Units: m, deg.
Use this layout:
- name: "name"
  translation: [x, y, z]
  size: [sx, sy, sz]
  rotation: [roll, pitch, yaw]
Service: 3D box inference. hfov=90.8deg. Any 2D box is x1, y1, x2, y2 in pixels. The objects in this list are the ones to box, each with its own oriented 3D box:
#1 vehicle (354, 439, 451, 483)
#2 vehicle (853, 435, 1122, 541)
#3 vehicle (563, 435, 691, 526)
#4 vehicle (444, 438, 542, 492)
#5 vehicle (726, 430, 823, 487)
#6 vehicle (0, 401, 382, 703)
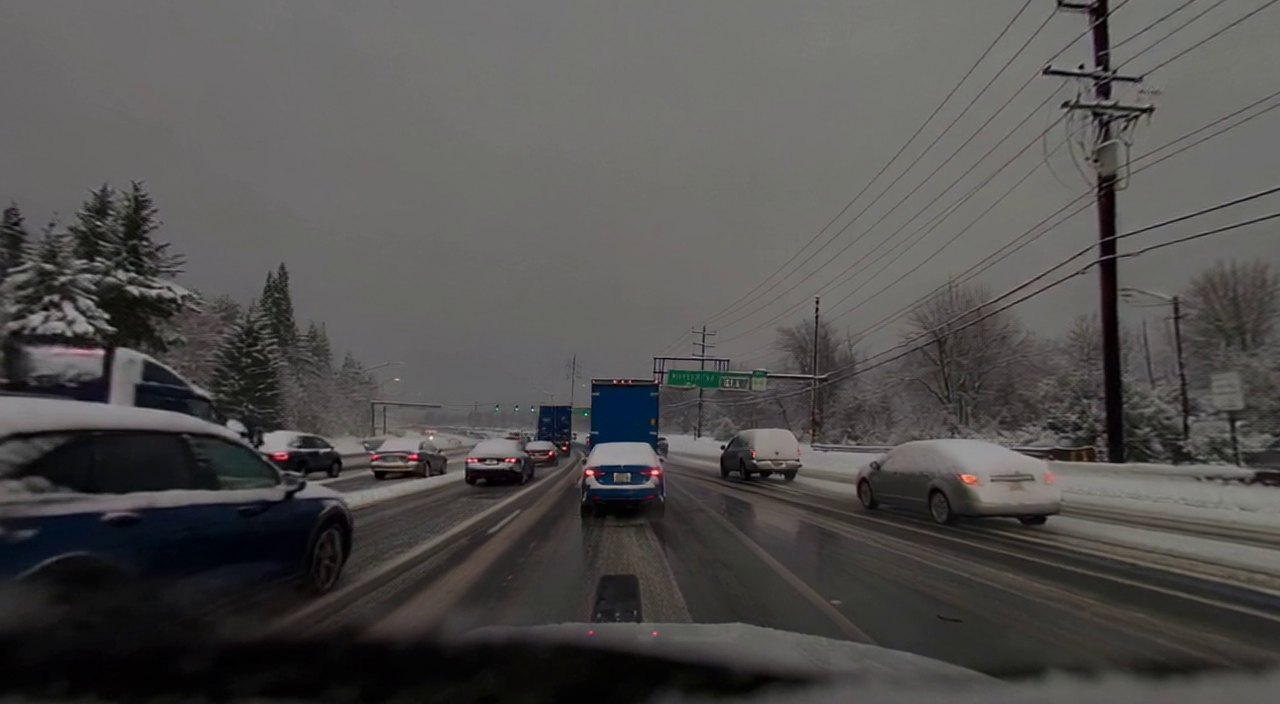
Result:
- name: "vehicle"
  translation: [-8.841, 4.081, 23.986]
  size: [1.988, 1.472, 4.852]
  rotation: [0, -9, -3]
- name: "vehicle"
  translation: [5.440, 2.156, 10.686]
  size: [1.878, 1.406, 4.164]
  rotation: [1, -9, -6]
- name: "vehicle"
  translation: [-0.312, 2.430, 12.479]
  size: [2.112, 1.463, 4.012]
  rotation: [0, -9, -3]
- name: "vehicle"
  translation: [-4.411, 3.498, 19.883]
  size: [1.960, 1.450, 5.246]
  rotation: [0, -9, -2]
- name: "vehicle"
  translation: [4.322, 3.507, 21.045]
  size: [2.023, 1.676, 4.002]
  rotation: [1, -9, -6]
- name: "vehicle"
  translation: [-3.762, 1.161, 3.982]
  size: [2.235, 1.472, 4.860]
  rotation: [0, -9, 0]
